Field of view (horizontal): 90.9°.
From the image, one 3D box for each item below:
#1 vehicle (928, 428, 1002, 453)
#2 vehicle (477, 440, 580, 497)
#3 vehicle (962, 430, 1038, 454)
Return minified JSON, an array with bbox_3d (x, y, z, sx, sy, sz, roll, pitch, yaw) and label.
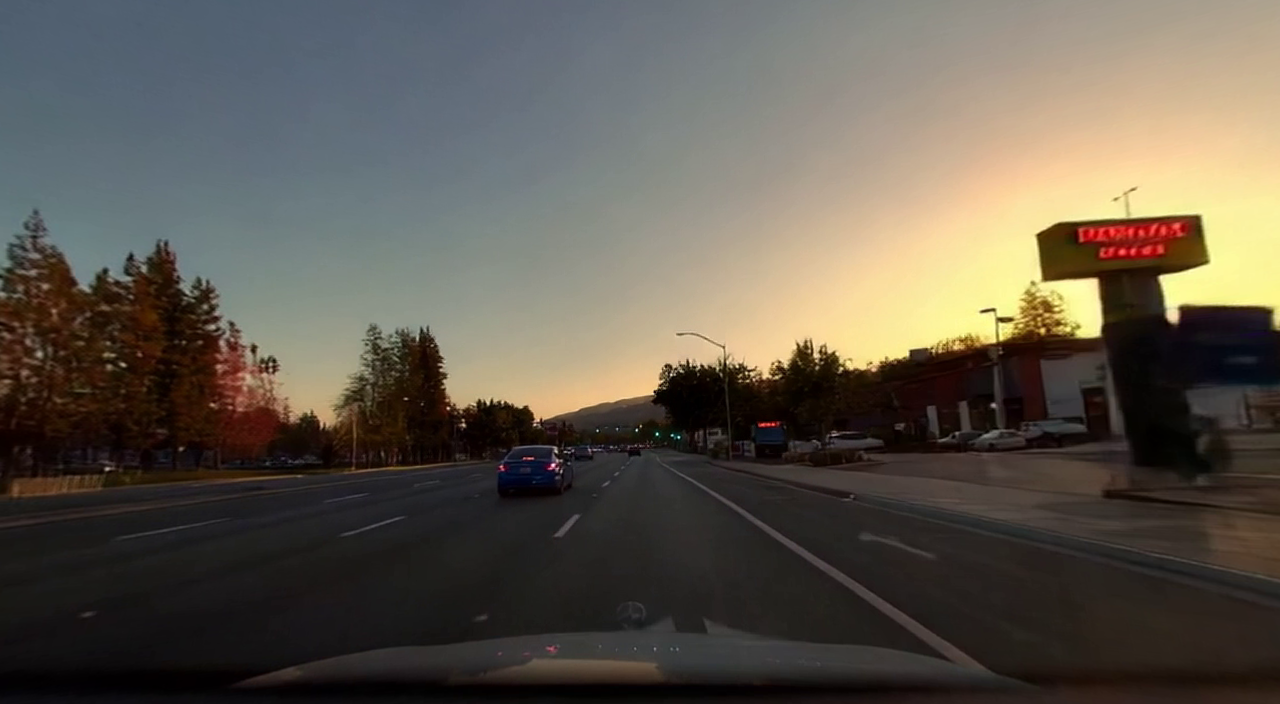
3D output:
[{"bbox_3d":[25.393,6.922,49.317,4.643,1.852,1.978,0,-9,0],"label":"vehicle"},{"bbox_3d":[-3.150,3.397,18.796,2.152,1.479,4.394,0,-9,1],"label":"vehicle"},{"bbox_3d":[25.467,6.379,44.639,4.222,1.450,1.766,-3,-8,-1],"label":"vehicle"}]
